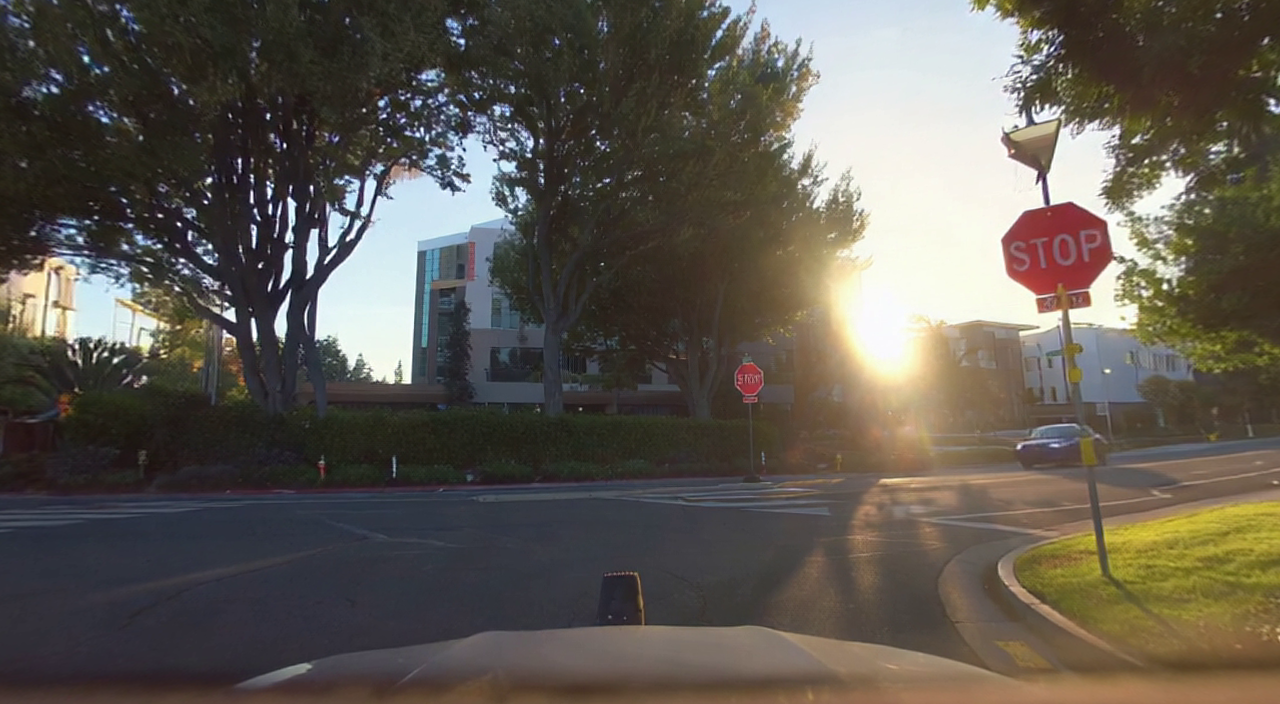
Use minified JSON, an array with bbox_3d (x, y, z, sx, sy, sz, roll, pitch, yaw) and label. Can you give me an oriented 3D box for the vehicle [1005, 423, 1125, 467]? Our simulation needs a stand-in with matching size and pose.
[{"bbox_3d":[15.731,3.427,23.264,4.473,1.474,2.108,6,-10,-35],"label":"vehicle"}]
